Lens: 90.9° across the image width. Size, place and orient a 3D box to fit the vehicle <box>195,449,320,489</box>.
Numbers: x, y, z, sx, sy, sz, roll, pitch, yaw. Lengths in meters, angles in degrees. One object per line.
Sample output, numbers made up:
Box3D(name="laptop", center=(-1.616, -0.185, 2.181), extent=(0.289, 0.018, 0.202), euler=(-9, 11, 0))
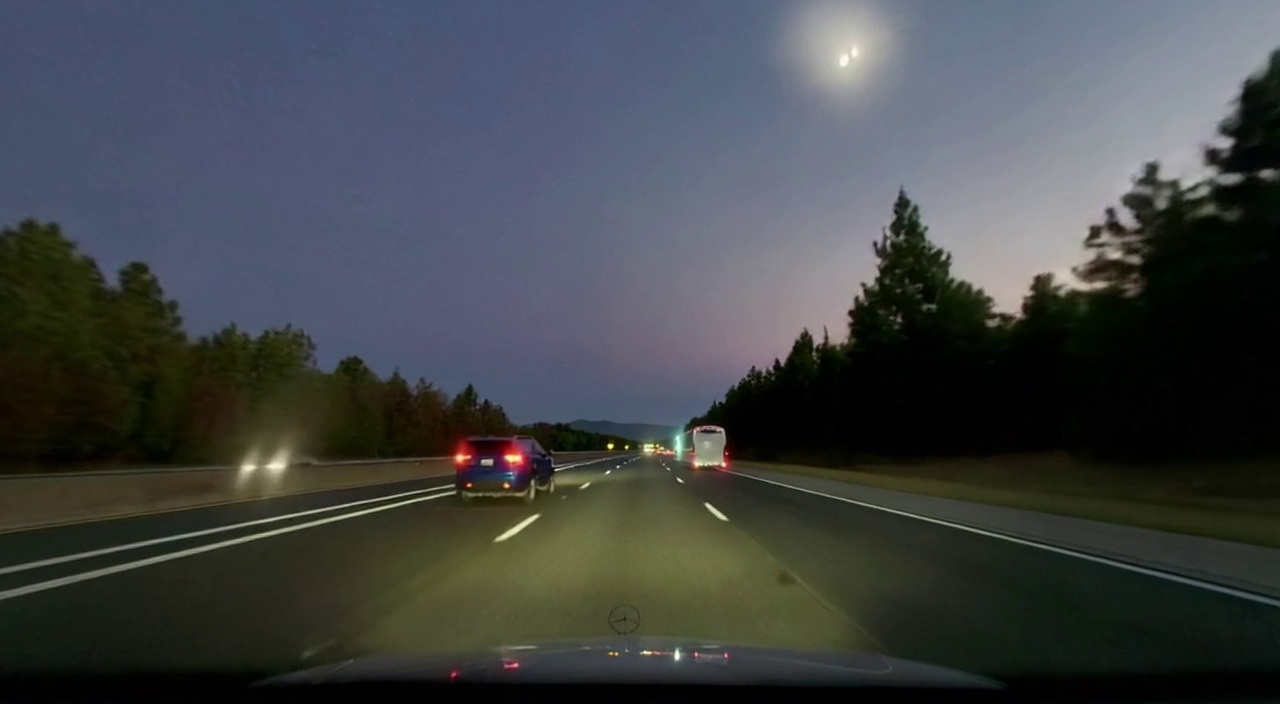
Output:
Box3D(name="vehicle", center=(-20.103, 6.153, 33.696), extent=(2.218, 1.875, 6.898), euler=(0, -9, 1))

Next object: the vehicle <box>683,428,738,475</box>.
Box3D(name="vehicle", center=(4.243, 6.189, 39.321), extent=(2.614, 2.655, 6.429), euler=(0, -9, -1))

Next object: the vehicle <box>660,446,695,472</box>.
Box3D(name="vehicle", center=(2.572, 7.465, 44.209), extent=(2.260, 1.703, 4.959), euler=(0, -9, 1))

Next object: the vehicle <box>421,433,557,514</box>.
Box3D(name="vehicle", center=(-3.379, 2.826, 15.153), extent=(2.020, 1.619, 4.690), euler=(0, -9, 1))
